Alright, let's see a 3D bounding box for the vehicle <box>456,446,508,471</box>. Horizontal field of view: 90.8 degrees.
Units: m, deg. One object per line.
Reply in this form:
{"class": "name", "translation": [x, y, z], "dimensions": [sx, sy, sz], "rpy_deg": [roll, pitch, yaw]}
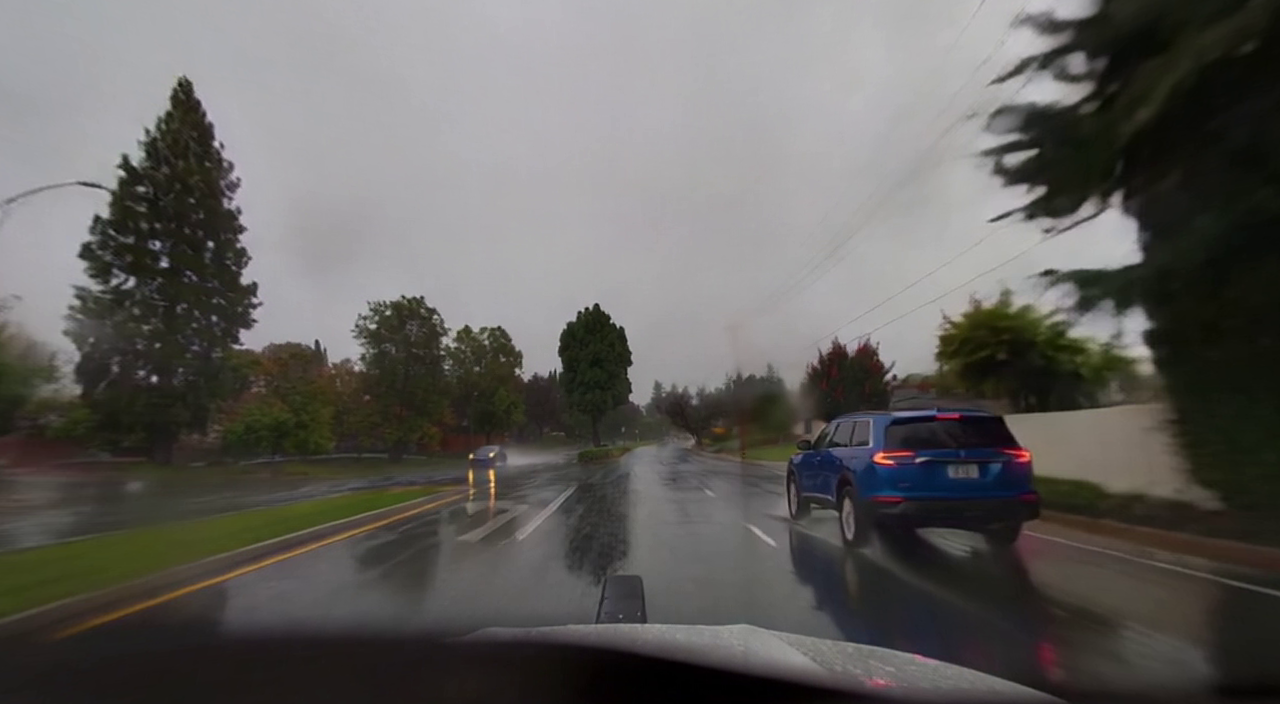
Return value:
{"class": "vehicle", "translation": [-10.053, 6.812, 40.628], "dimensions": [1.990, 1.521, 4.879], "rpy_deg": [0, -9, 1]}

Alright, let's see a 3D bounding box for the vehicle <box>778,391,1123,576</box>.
{"class": "vehicle", "translation": [3.541, 1.630, 8.575], "dimensions": [2.193, 1.777, 4.772], "rpy_deg": [0, -9, -1]}
